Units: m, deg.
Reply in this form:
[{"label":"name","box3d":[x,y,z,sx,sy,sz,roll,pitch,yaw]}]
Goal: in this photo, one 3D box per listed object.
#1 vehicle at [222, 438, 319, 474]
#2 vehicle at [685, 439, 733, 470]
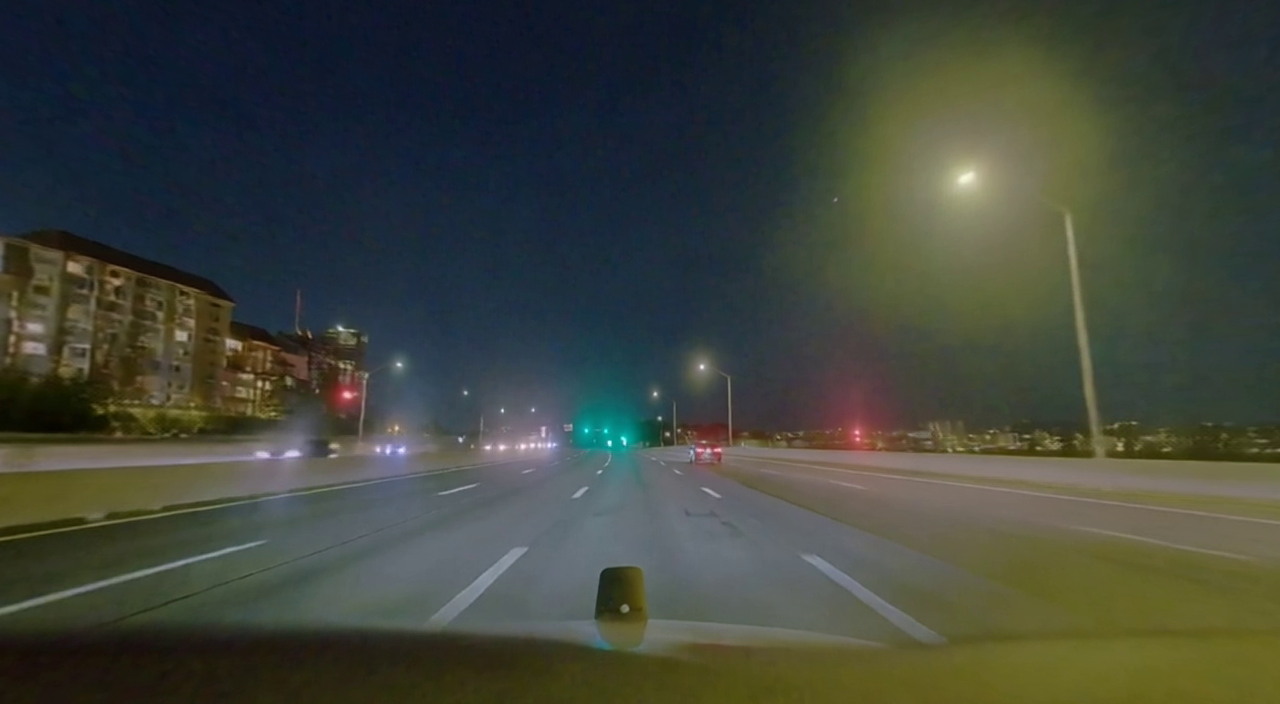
[{"label":"vehicle","box3d":[-16.678,4.708,28.740,1.976,1.527,4.047,0,-8,-1]},{"label":"vehicle","box3d":[3.495,5.311,32.716,1.926,1.477,4.025,0,-8,-2]}]
